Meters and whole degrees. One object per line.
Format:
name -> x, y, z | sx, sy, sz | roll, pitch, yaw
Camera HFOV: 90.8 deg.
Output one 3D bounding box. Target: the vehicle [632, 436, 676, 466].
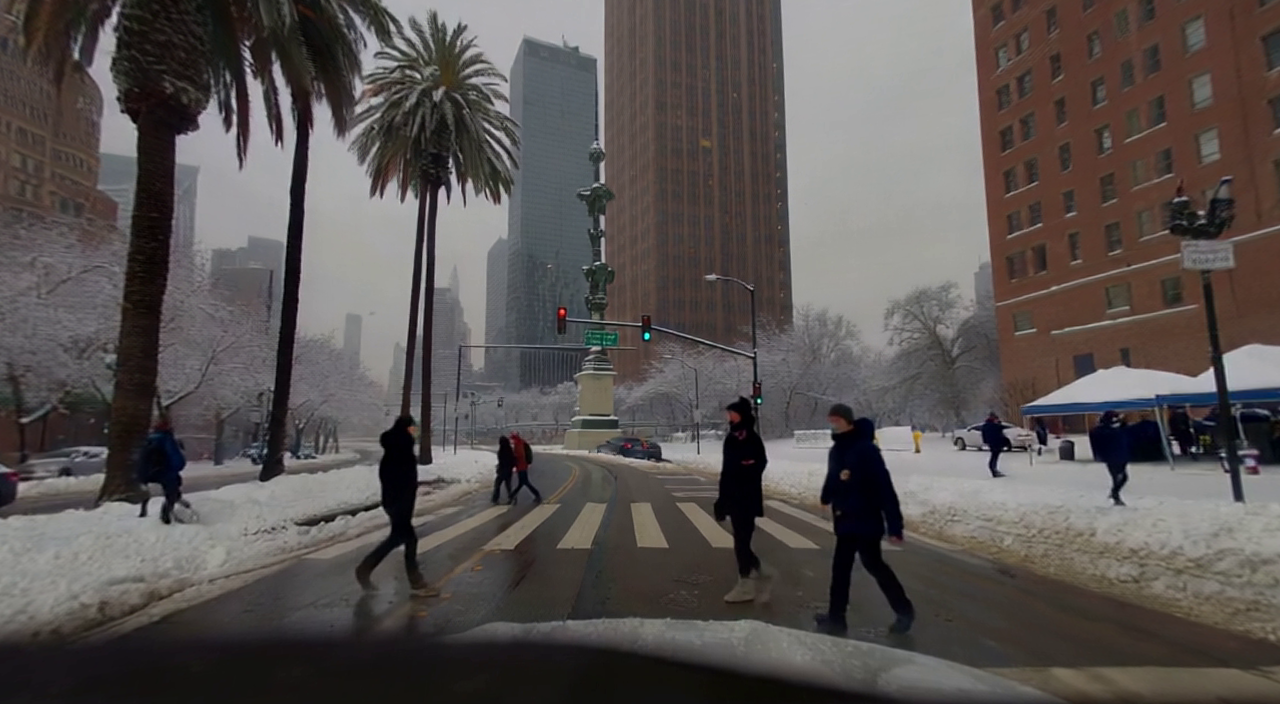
vehicle -> 0.936, 7.282, 46.565 | 2.322, 2.071, 5.366 | 1, -9, -9
